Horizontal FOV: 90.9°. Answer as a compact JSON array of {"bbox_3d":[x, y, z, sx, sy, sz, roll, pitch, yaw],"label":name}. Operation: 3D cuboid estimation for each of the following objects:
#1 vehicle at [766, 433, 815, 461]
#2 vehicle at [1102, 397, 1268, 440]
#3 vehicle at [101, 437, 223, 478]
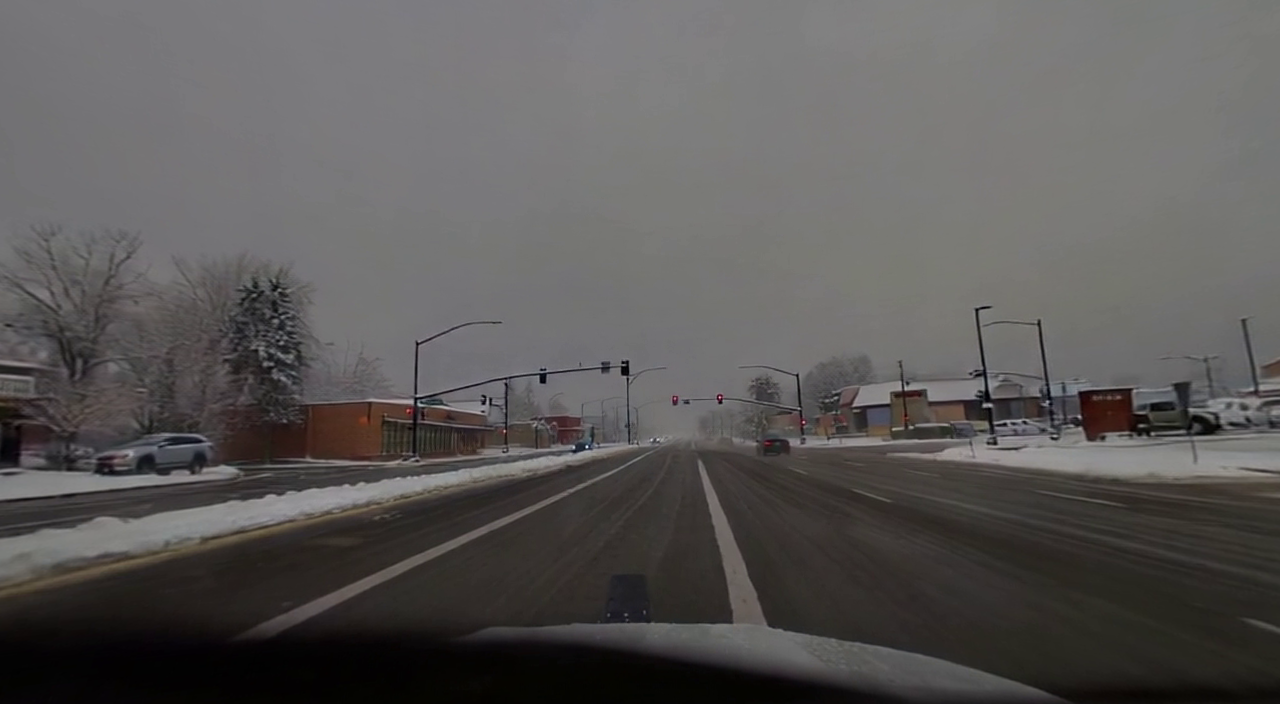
[{"bbox_3d":[8.677,5.517,36.729,2.038,1.528,4.259,-1,-8,4],"label":"vehicle"},{"bbox_3d":[30.391,3.763,35.375,6.608,2.249,2.726,-1,-8,3],"label":"vehicle"},{"bbox_3d":[-27.756,6.113,36.939,2.298,2.186,5.973,0,-8,2],"label":"vehicle"}]
